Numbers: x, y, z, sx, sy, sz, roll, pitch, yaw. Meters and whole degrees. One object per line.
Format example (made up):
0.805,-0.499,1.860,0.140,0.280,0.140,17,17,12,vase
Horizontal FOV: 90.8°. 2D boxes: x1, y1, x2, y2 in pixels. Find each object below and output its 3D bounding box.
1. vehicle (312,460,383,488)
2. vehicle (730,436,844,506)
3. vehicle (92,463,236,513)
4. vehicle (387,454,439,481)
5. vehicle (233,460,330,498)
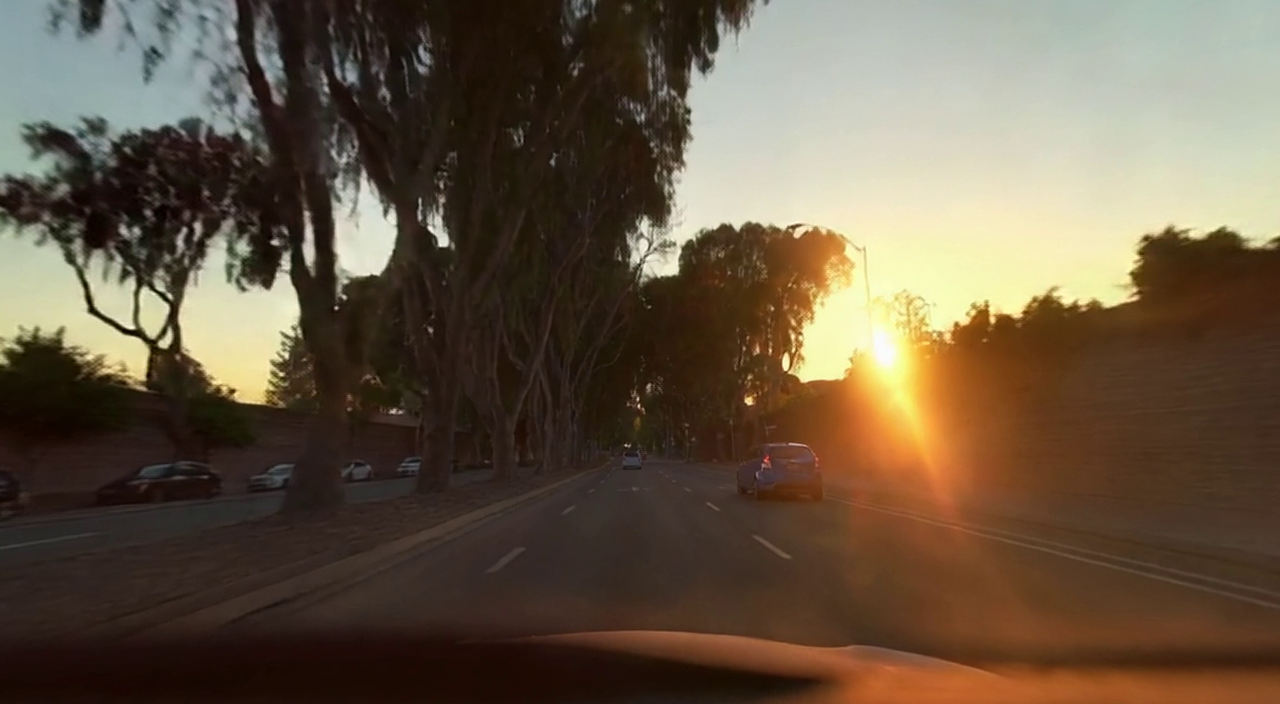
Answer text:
-17.687,7.397,38.500,2.071,1.489,4.724,-1,-9,0,vehicle
4.074,3.386,18.407,2.155,1.752,4.456,0,-9,-1,vehicle
-17.097,4.870,22.998,1.933,1.494,4.259,0,-8,0,vehicle
-17.412,8.886,48.743,2.096,1.816,5.362,-4,-9,-1,vehicle
-17.468,6.188,31.076,2.099,1.558,4.533,-1,-8,0,vehicle
